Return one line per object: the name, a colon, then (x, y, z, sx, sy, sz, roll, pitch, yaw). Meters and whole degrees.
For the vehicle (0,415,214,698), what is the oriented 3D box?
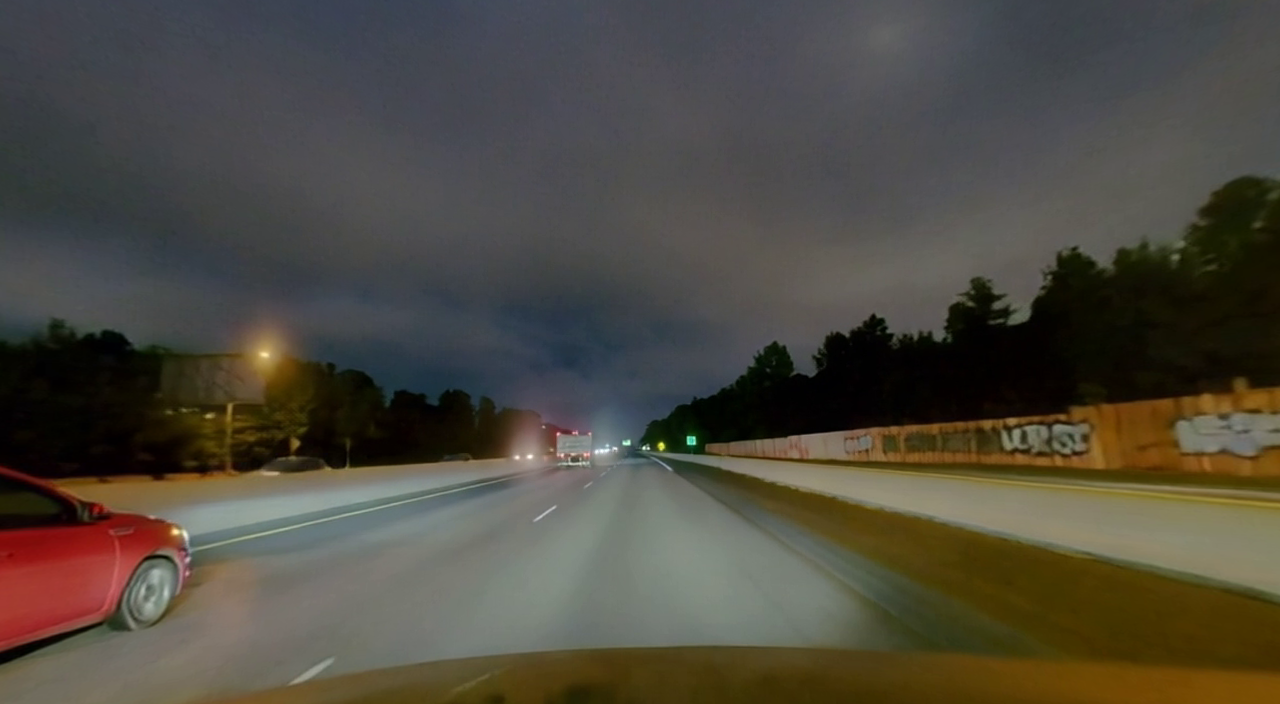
vehicle: (-4.404, 0.987, 2.680, 2.024, 1.476, 4.466, -1, -9, 1)

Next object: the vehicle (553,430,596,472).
vehicle: (-4.176, 6.447, 41.231, 2.305, 2.517, 5.486, 0, -9, 0)

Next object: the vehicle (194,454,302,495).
vehicle: (-17.038, 5.305, 27.697, 1.917, 1.597, 4.357, -1, -9, 0)

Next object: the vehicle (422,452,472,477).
vehicle: (-12.356, 7.244, 40.671, 1.800, 1.477, 4.461, 0, -9, 0)
